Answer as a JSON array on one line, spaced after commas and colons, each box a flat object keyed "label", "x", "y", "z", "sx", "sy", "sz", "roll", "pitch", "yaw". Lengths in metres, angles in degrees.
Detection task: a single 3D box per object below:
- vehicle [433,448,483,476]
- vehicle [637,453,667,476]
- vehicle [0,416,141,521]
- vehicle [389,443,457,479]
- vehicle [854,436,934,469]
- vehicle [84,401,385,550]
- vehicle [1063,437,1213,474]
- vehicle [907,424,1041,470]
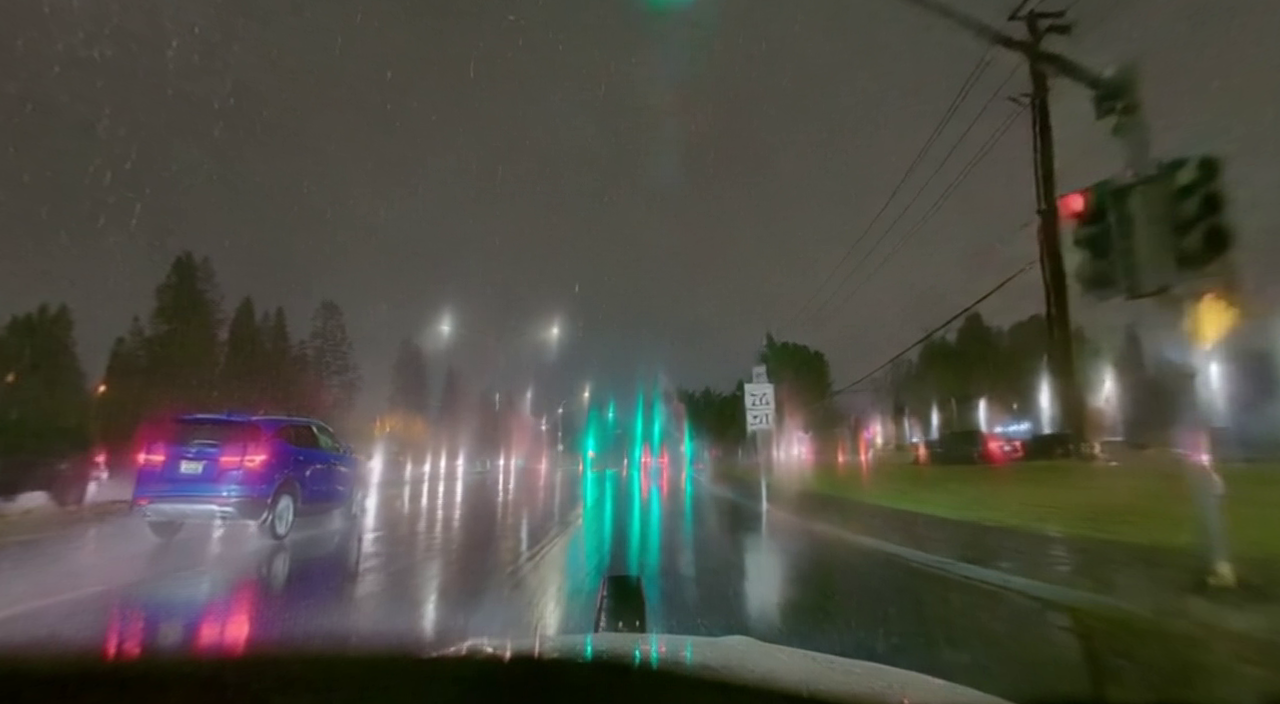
[{"label": "vehicle", "x": -11.932, "y": 7.208, "z": 41.644, "sx": 1.953, "sy": 1.697, "sz": 4.725, "roll": 0, "pitch": -9, "yaw": -1}, {"label": "vehicle", "x": 0.855, "y": 8.240, "z": 46.273, "sx": 2.091, "sy": 1.494, "sz": 3.962, "roll": 0, "pitch": -9, "yaw": 0}, {"label": "vehicle", "x": -12.107, "y": 2.017, "z": 10.923, "sx": 2.167, "sy": 1.799, "sz": 5.682, "roll": 0, "pitch": -9, "yaw": 1}, {"label": "vehicle", "x": -11.637, "y": 5.858, "z": 34.084, "sx": 2.042, "sy": 1.801, "sz": 4.378, "roll": 0, "pitch": -9, "yaw": 1}, {"label": "vehicle", "x": 12.821, "y": 5.092, "z": 32.089, "sx": 1.884, "sy": 1.522, "sz": 4.642, "roll": 1, "pitch": -9, "yaw": -4}, {"label": "vehicle", "x": -6.134, "y": 1.918, "z": 10.358, "sx": 2.027, "sy": 1.908, "sz": 4.273, "roll": 0, "pitch": -9, "yaw": 0}, {"label": "vehicle", "x": 21.914, "y": 4.588, "z": 28.061, "sx": 1.933, "sy": 1.487, "sz": 5.136, "roll": 2, "pitch": -9, "yaw": -11}, {"label": "vehicle", "x": 13.508, "y": 3.912, "z": 25.906, "sx": 1.950, "sy": 1.697, "sz": 4.906, "roll": 3, "pitch": -9, "yaw": -15}]
